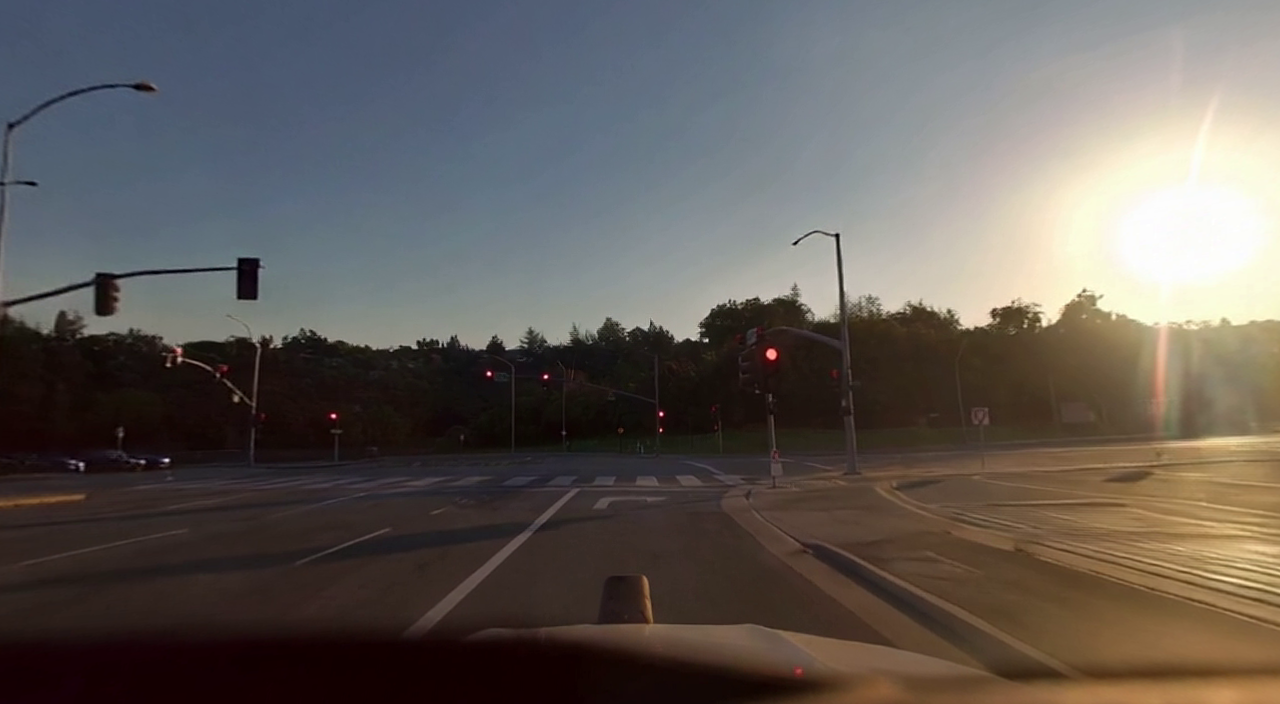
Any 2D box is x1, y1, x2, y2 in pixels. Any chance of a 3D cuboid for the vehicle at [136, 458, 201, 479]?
[{"bbox_3d":[-36.698,9.055,49.103,3.748,1.389,1.656,-2,-6,-1],"label":"vehicle"}]
